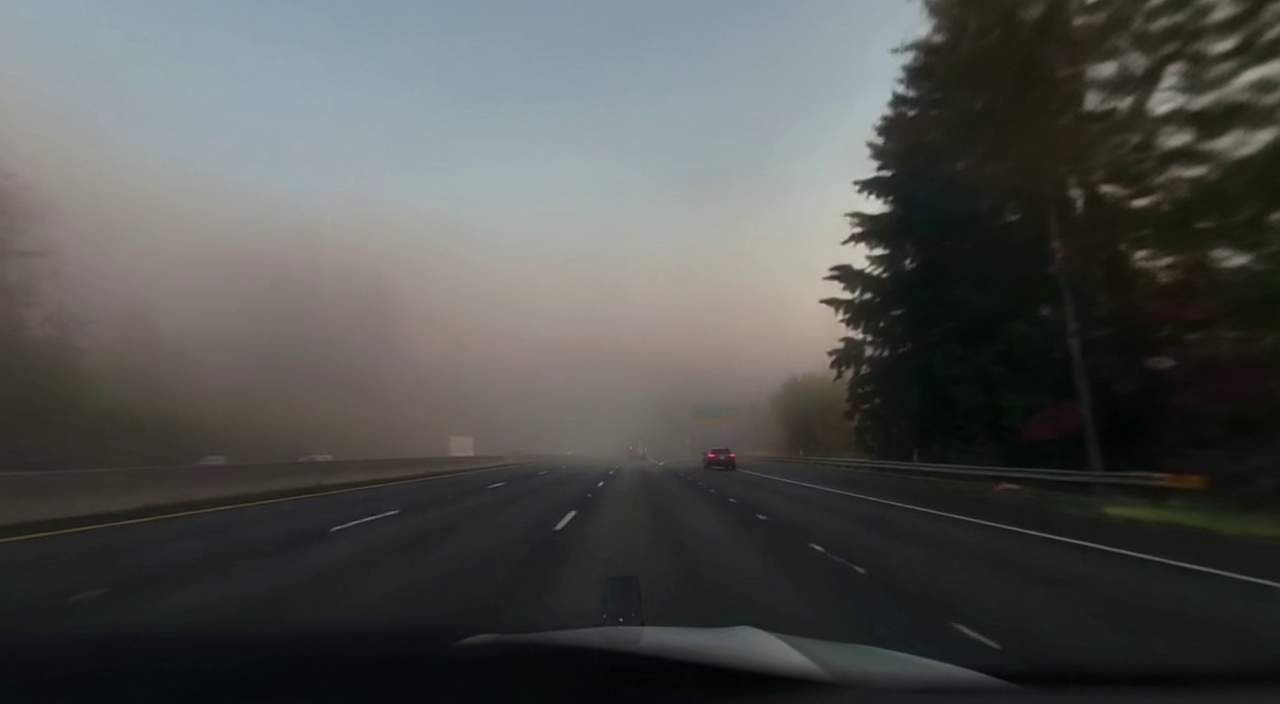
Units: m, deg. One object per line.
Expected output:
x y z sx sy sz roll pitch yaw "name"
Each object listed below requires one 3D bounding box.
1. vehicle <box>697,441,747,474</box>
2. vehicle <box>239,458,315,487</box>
4.474 5.823 35.025 2.096 1.712 4.697 0 -9 0 "vehicle"
-19.852 6.582 34.731 1.760 1.433 3.962 0 -9 1 "vehicle"
